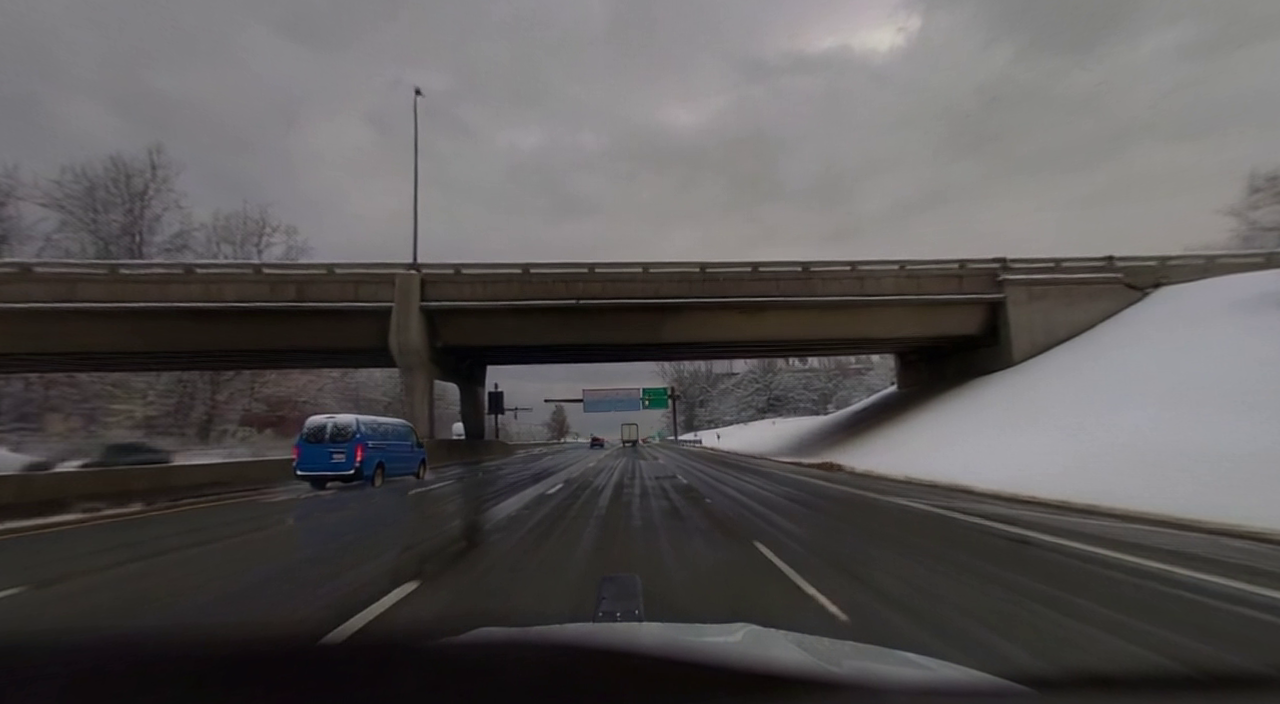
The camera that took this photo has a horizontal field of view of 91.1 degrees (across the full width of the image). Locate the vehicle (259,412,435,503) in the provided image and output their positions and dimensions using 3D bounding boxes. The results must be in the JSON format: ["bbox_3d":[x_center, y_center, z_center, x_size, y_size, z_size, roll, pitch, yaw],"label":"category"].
[{"bbox_3d":[-7.412,2.715,16.725,2.150,1.996,5.341,0,-8,-1],"label":"vehicle"}]

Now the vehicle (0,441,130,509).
[{"bbox_3d":[-15.886,3.087,16.210,1.883,1.535,4.353,0,-8,-1],"label":"vehicle"}]
